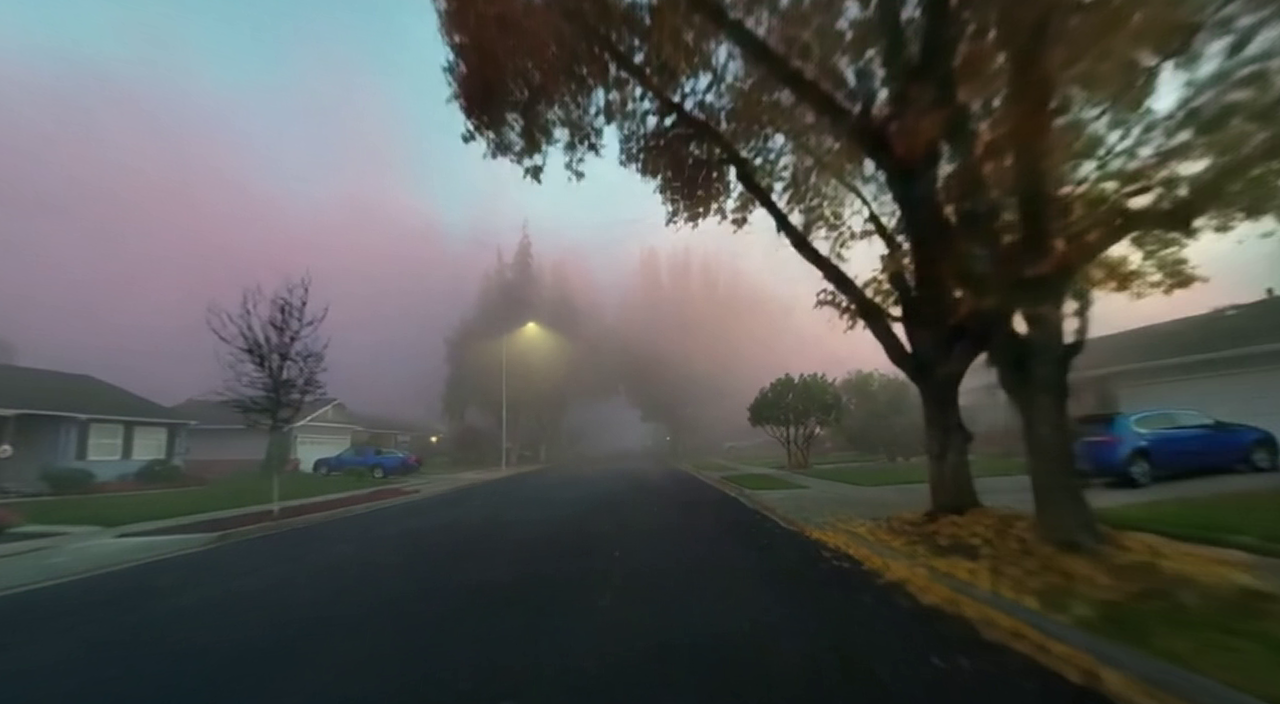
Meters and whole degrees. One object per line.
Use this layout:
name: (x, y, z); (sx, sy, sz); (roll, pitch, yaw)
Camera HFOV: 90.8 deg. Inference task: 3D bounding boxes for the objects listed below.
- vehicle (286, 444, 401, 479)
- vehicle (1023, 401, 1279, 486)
vehicle: (-15.261, 5.653, 32.712); (4.830, 1.725, 2.116); (0, -8, 2)
vehicle: (10.244, 1.754, 12.145); (4.422, 1.488, 2.013); (0, -8, 0)
